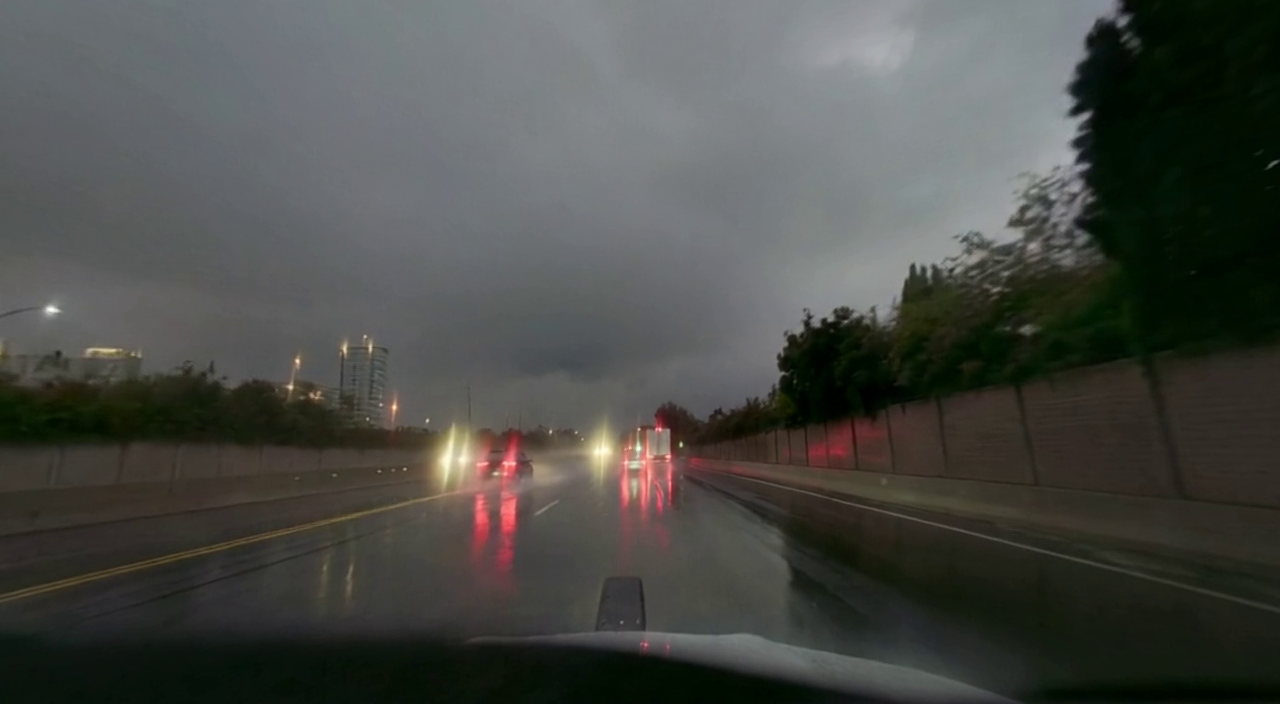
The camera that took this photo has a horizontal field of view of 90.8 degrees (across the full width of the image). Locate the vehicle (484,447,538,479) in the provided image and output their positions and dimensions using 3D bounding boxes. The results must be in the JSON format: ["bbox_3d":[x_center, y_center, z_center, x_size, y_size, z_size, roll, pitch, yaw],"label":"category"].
[{"bbox_3d":[-7.362,6.363,36.419,2.123,1.671,4.579,-1,-9,1],"label":"vehicle"}]

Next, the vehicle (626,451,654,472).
[{"bbox_3d":[-0.011,8.511,49.219,2.033,1.465,3.775,0,-9,-1],"label":"vehicle"}]
